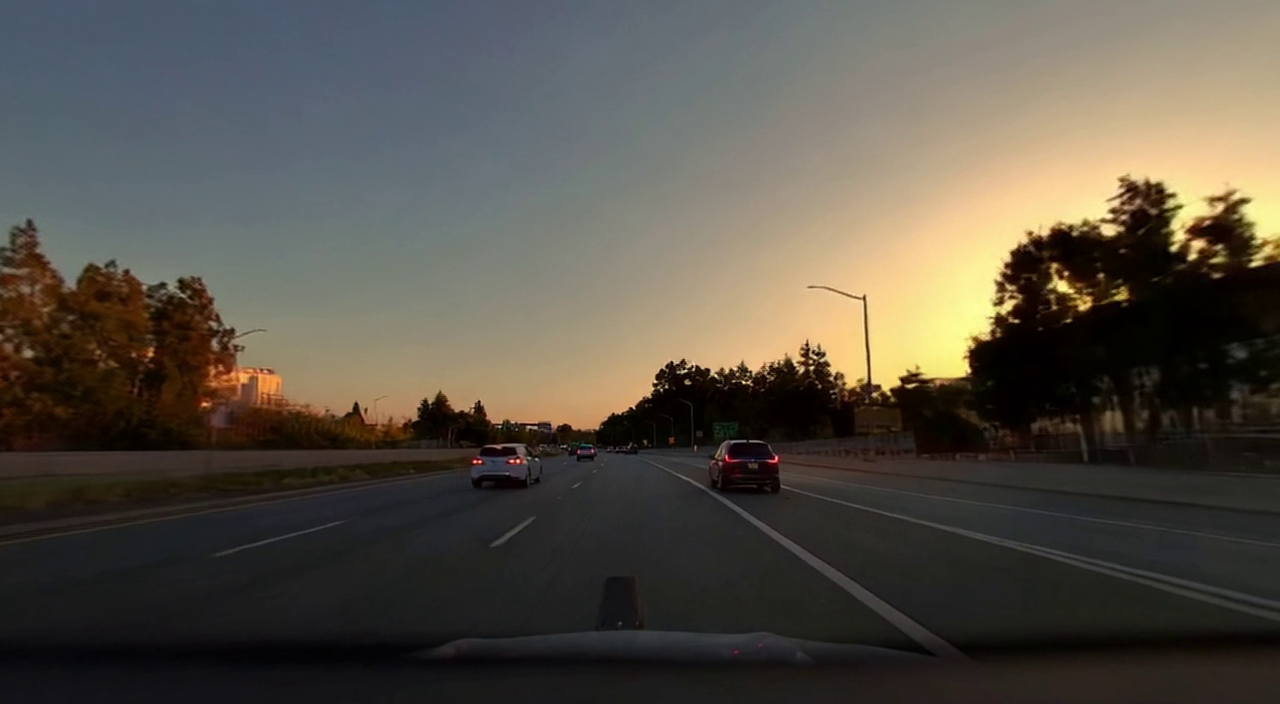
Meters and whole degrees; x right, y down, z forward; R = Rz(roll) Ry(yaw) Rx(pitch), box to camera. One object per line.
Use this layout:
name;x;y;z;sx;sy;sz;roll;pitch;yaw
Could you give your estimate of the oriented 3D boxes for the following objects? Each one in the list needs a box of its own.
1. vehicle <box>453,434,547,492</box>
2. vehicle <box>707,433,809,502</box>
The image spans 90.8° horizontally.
vehicle;-4.728;3.821;22.146;2.176;1.779;4.755;0;-8;0
vehicle;3.155;3.180;17.856;1.997;1.686;4.247;0;-8;-1
